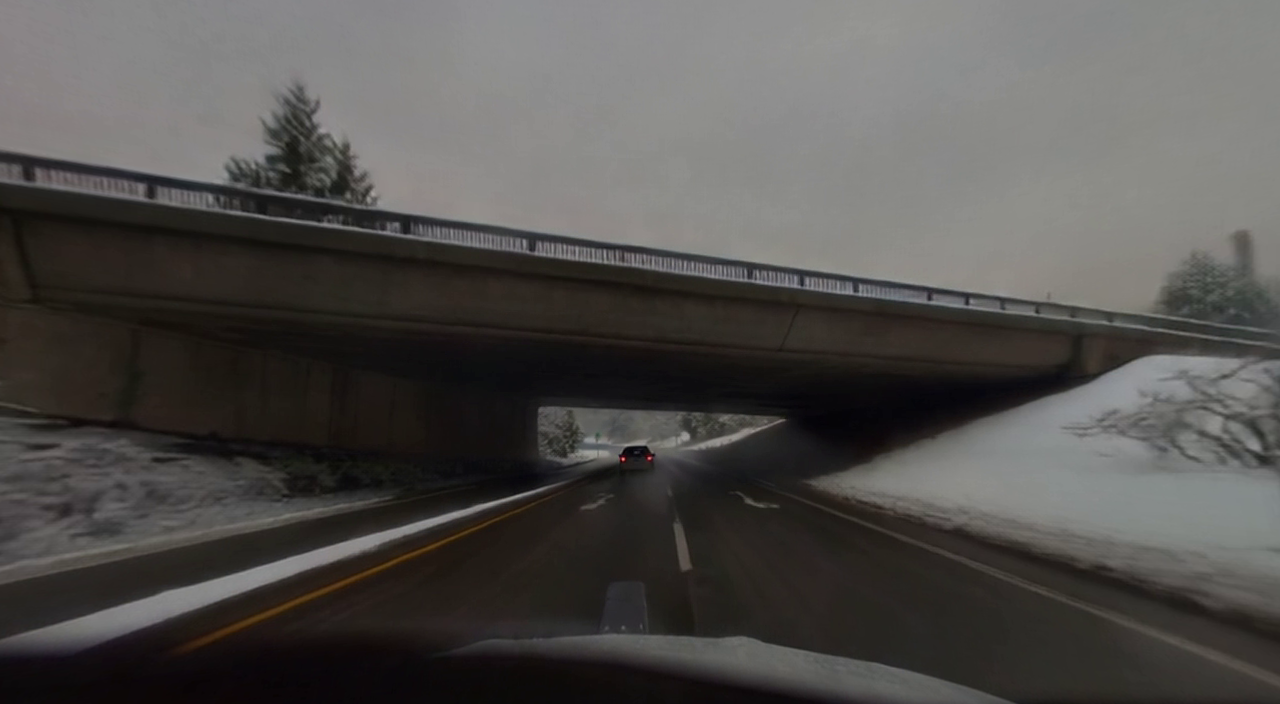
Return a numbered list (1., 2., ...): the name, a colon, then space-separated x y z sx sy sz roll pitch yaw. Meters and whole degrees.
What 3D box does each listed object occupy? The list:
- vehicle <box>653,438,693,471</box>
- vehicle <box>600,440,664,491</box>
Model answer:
1. vehicle: 2.080 6.685 41.185 2.273 2.010 4.396 0 -9 -2
2. vehicle: -0.211 3.949 22.123 2.037 1.601 3.643 0 -9 1
